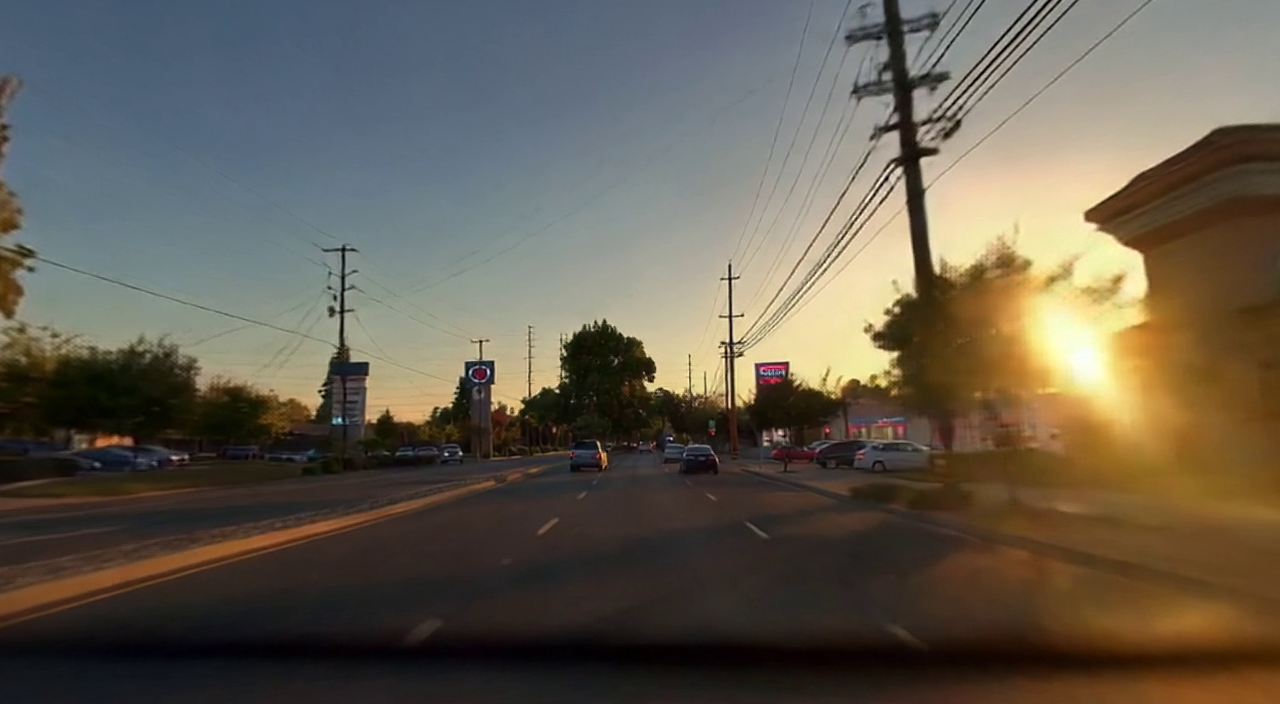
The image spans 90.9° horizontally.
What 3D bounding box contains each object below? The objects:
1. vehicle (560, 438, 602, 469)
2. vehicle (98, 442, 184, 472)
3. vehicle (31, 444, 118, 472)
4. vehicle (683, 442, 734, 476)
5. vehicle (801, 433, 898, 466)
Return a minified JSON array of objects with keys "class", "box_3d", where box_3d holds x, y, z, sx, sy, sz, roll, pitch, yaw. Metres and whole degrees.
[{"class":"vehicle","box_3d":[-3.362,5.914,36.751,2.047,1.664,4.148,0,-9,0]},{"class":"vehicle","box_3d":[-31.302,6.592,39.736,1.859,1.704,4.366,-1,-9,-1]},{"class":"vehicle","box_3d":[-34.599,6.470,38.708,1.923,1.597,4.127,1,-9,-10]},{"class":"vehicle","box_3d":[3.363,5.306,31.608,1.978,1.455,4.195,4,-9,-1]},{"class":"vehicle","box_3d":[12.125,5.654,36.710,4.832,1.813,2.170,1,-9,-6]}]
